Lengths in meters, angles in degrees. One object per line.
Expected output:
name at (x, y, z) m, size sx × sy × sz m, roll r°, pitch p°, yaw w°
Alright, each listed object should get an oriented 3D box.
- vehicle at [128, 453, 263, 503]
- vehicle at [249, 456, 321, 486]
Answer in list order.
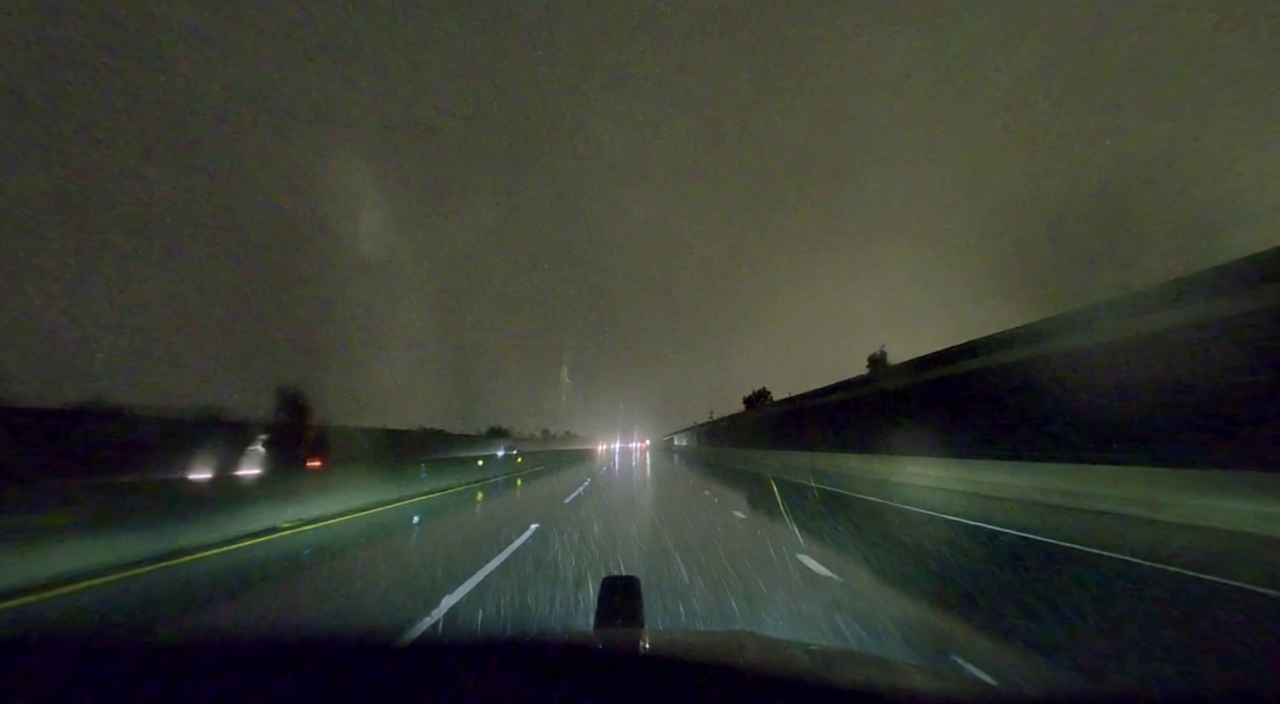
vehicle at (-16.098, 4.533, 23.003) m, size 1.885 × 1.631 × 4.109 m, roll 0°, pitch -9°, yaw 0°
vehicle at (-20.606, 6.895, 36.596) m, size 1.848 × 1.543 × 3.982 m, roll 0°, pitch -9°, yaw 0°
